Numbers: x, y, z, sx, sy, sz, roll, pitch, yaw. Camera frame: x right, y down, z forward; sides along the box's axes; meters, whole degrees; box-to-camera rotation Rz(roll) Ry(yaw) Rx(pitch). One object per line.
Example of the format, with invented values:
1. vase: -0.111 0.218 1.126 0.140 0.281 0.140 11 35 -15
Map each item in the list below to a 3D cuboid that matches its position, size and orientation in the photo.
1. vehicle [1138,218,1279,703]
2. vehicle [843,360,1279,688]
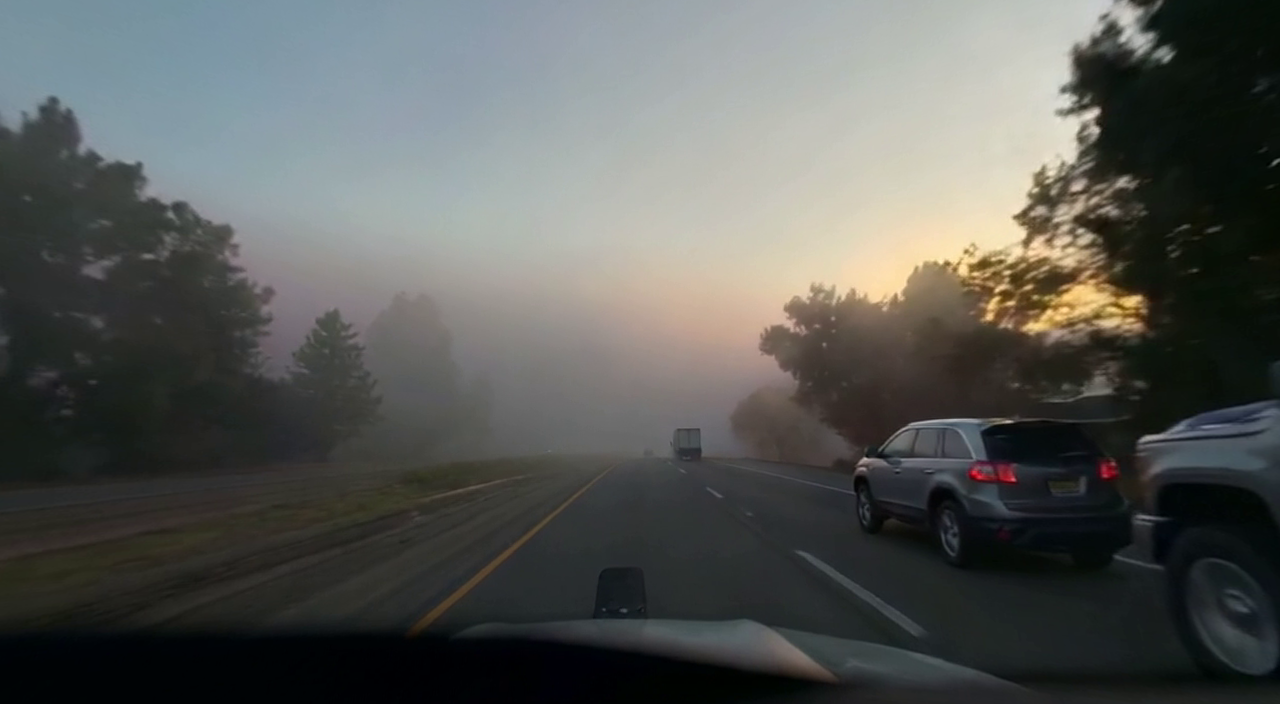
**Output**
1. vehicle: 4.011 0.393 1.683 2.150 2.344 3.759 0 -8 0
2. vehicle: 4.011 1.344 6.323 2.070 1.799 5.584 0 -8 0
